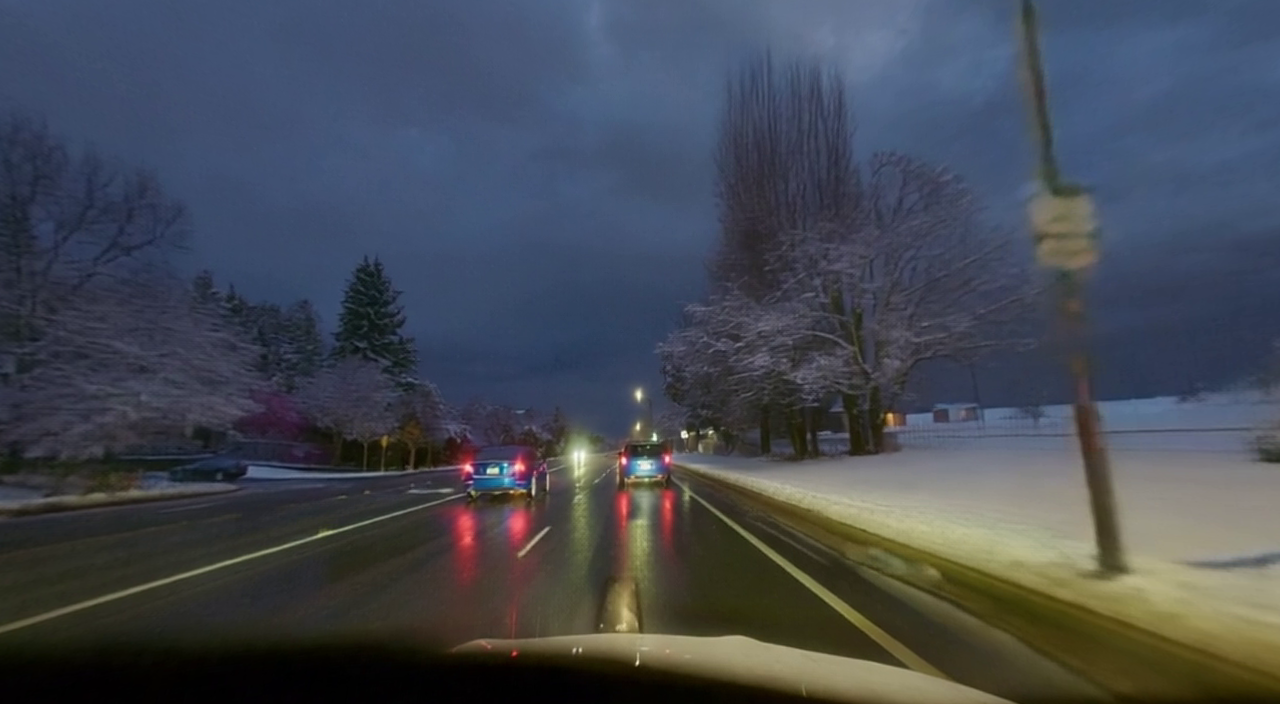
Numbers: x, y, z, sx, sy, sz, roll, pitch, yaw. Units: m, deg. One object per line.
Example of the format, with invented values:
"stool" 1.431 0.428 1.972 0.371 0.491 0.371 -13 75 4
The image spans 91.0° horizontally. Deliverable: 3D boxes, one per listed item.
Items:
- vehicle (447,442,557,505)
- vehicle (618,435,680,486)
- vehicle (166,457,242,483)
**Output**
"vehicle" -3.531 3.176 16.919 2.036 1.447 4.044 0 -9 0
"vehicle" 0.271 4.205 24.676 2.215 1.799 4.426 0 -9 -1
"vehicle" -28.017 7.567 40.592 1.826 1.464 4.533 0 -9 -3
